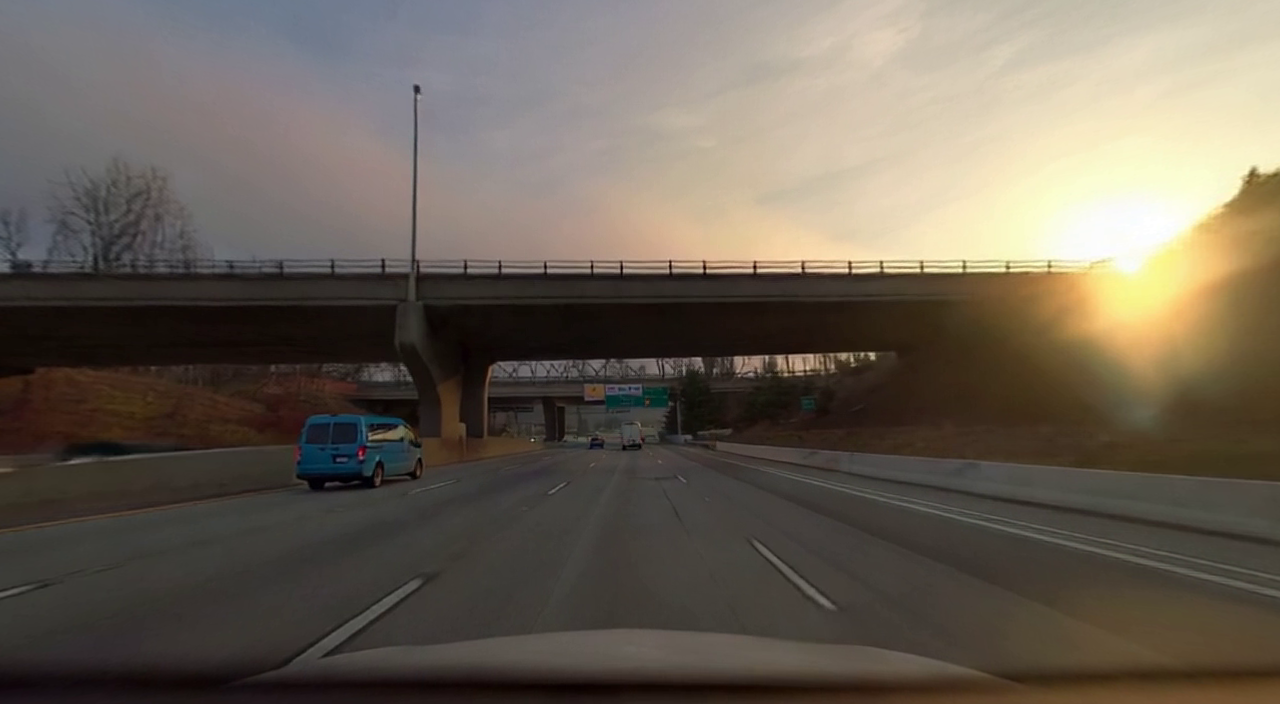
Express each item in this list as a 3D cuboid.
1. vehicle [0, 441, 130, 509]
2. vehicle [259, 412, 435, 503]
[{"bbox_3d":[-15.886,3.087,16.210,1.883,1.535,4.353,0,-8,-1],"label":"vehicle"},{"bbox_3d":[-7.412,2.715,16.725,2.150,1.996,5.341,0,-8,-1],"label":"vehicle"}]
